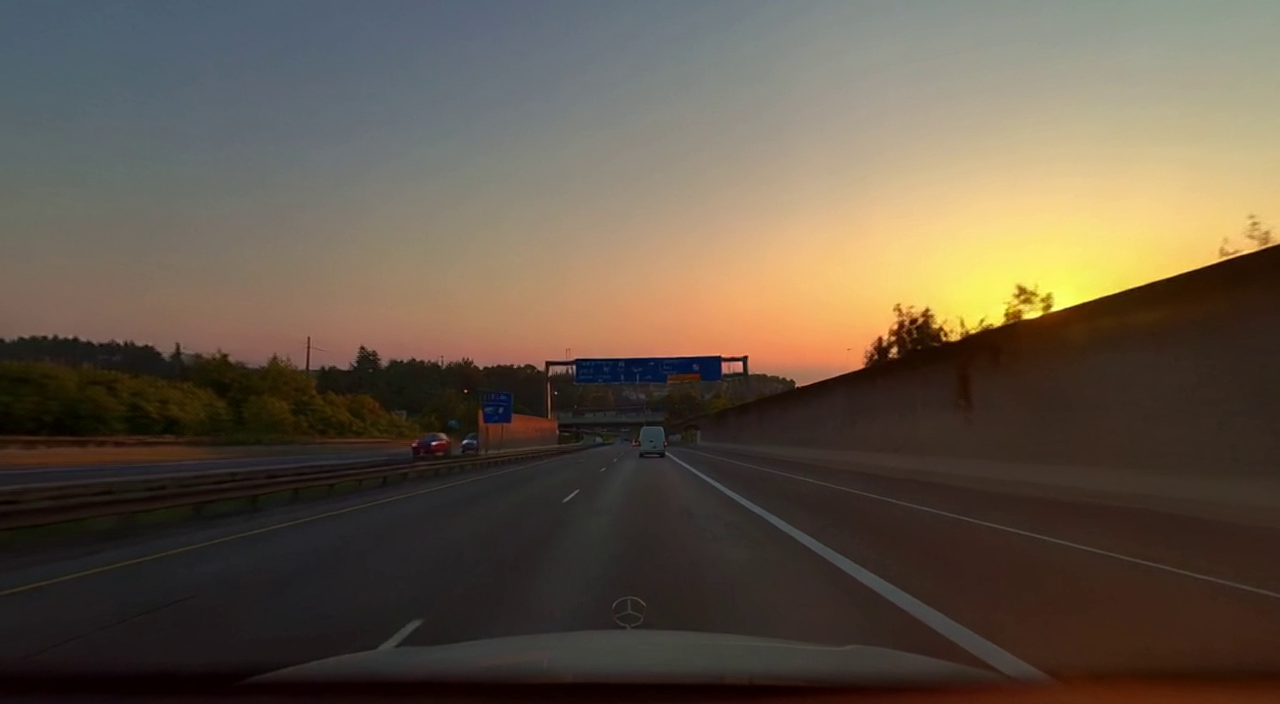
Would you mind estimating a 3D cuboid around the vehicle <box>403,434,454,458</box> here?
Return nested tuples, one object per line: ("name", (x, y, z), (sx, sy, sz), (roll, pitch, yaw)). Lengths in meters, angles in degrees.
("vehicle", (-16.087, 7.200, 48.152), (1.994, 1.747, 4.842), (0, -8, 2))

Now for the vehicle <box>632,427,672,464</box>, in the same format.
("vehicle", (0.717, 5.813, 39.058), (2.277, 2.109, 4.922), (0, -8, 0))
